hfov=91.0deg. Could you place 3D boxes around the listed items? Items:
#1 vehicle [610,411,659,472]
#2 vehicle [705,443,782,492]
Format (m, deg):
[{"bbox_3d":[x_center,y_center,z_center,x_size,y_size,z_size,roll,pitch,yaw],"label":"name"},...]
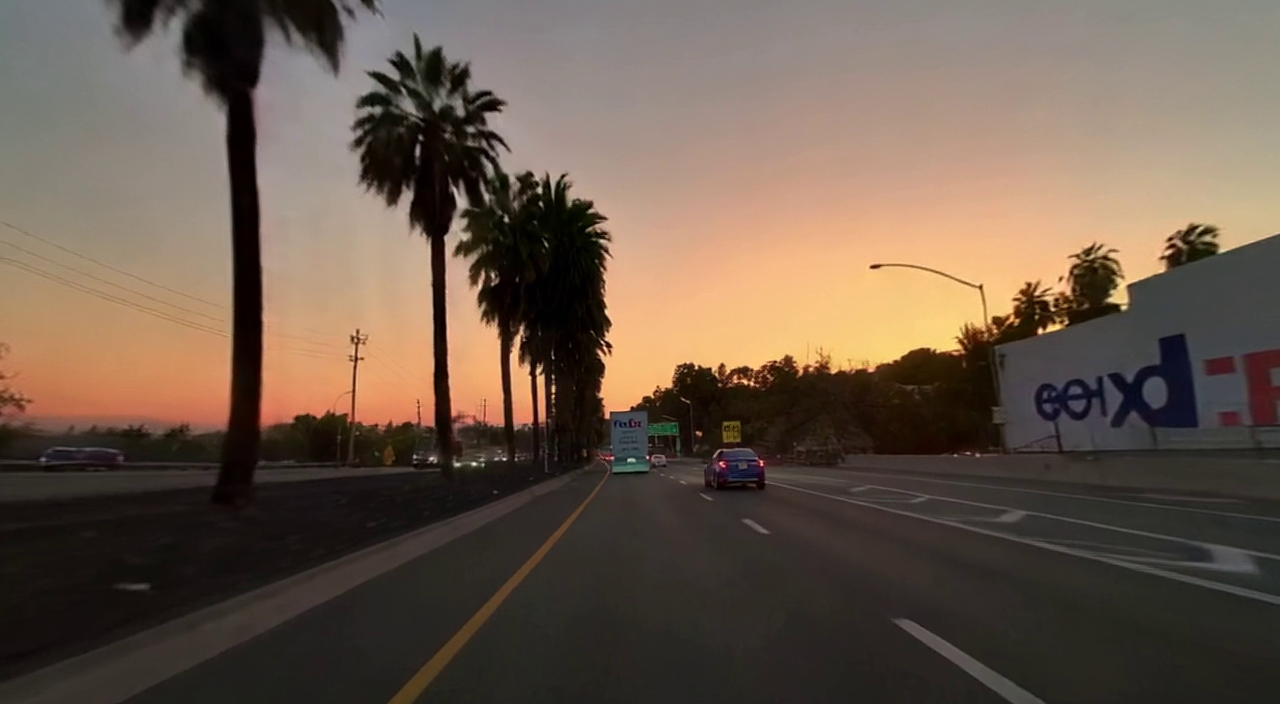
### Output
[{"bbox_3d":[-0.516,6.930,48.342,3.243,4.134,11.656,0,-9,-1],"label":"vehicle"},{"bbox_3d":[3.522,4.023,22.245,1.966,1.558,4.238,0,-9,-1],"label":"vehicle"}]
